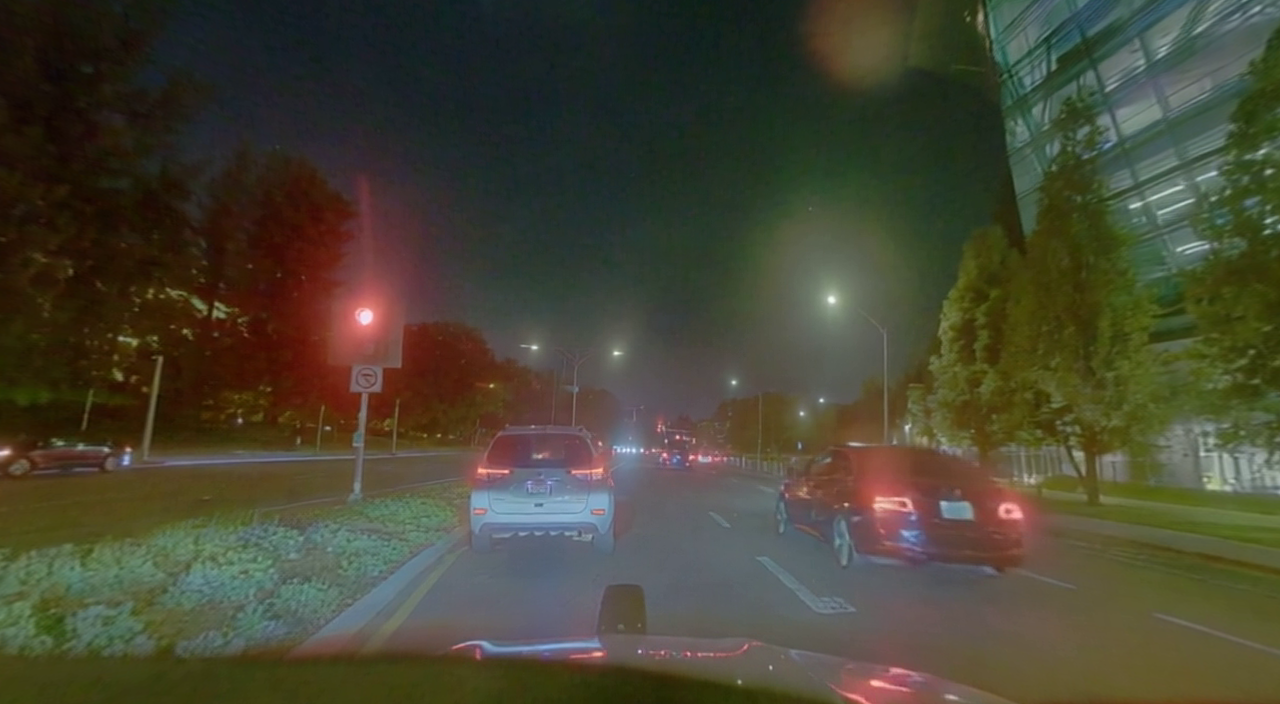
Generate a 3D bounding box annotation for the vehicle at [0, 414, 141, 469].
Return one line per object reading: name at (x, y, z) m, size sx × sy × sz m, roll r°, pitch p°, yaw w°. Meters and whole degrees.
vehicle at (-19.011, 2.905, 20.238) m, size 1.911 × 1.542 × 4.748 m, roll 0°, pitch -8°, yaw 0°

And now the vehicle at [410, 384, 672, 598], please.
vehicle at (-1.218, 1.569, 8.029) m, size 2.275 × 1.819 × 4.883 m, roll 1°, pitch -9°, yaw -9°

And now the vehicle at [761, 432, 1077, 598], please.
vehicle at (3.440, 2.069, 9.058) m, size 2.205 × 1.537 × 4.895 m, roll 5°, pitch -9°, yaw -1°
